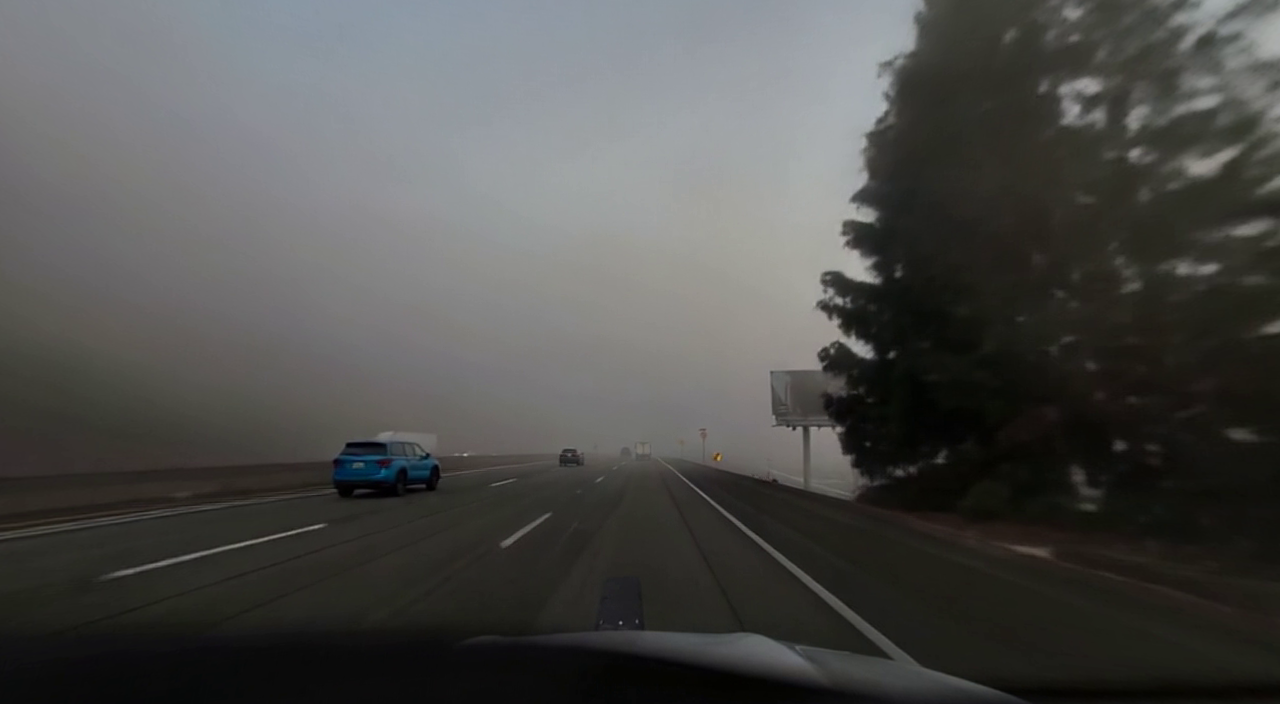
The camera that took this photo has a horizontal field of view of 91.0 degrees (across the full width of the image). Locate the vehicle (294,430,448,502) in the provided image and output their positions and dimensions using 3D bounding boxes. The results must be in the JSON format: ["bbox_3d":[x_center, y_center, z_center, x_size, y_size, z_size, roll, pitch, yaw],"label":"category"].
[{"bbox_3d":[-7.172,3.090,17.470,2.055,1.683,4.804,0,-9,1],"label":"vehicle"}]
